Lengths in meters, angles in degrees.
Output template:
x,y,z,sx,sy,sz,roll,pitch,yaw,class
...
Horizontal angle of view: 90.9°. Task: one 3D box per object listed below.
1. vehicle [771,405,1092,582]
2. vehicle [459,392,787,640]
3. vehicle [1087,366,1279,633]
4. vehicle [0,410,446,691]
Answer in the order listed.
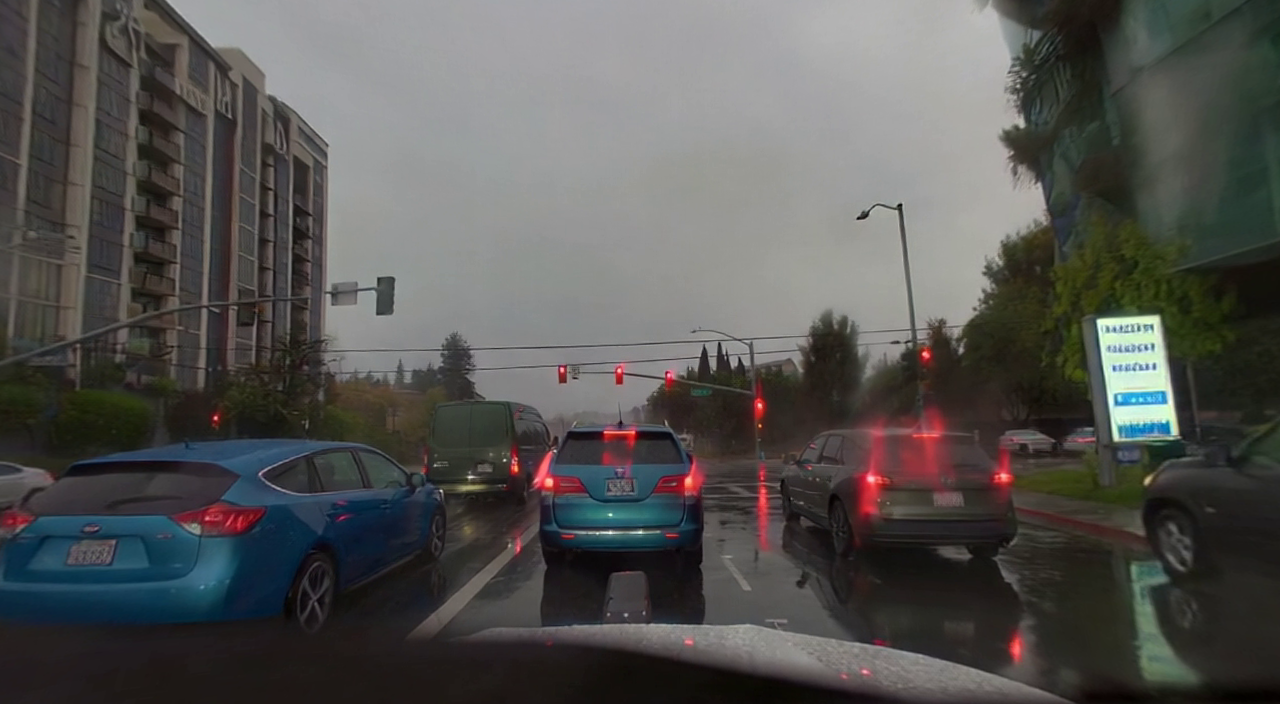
x,y,z,sx,sy,sz,roll,pitch,yaw,class
3.217,1.666,8.260,2.004,1.646,4.554,0,-8,0,vehicle
-0.127,1.417,6.444,2.195,1.662,4.262,0,-8,0,vehicle
5.353,0.983,4.116,2.081,1.790,4.839,-2,-9,12,vehicle
-3.548,1.426,5.818,1.906,1.524,4.547,0,-8,2,vehicle
